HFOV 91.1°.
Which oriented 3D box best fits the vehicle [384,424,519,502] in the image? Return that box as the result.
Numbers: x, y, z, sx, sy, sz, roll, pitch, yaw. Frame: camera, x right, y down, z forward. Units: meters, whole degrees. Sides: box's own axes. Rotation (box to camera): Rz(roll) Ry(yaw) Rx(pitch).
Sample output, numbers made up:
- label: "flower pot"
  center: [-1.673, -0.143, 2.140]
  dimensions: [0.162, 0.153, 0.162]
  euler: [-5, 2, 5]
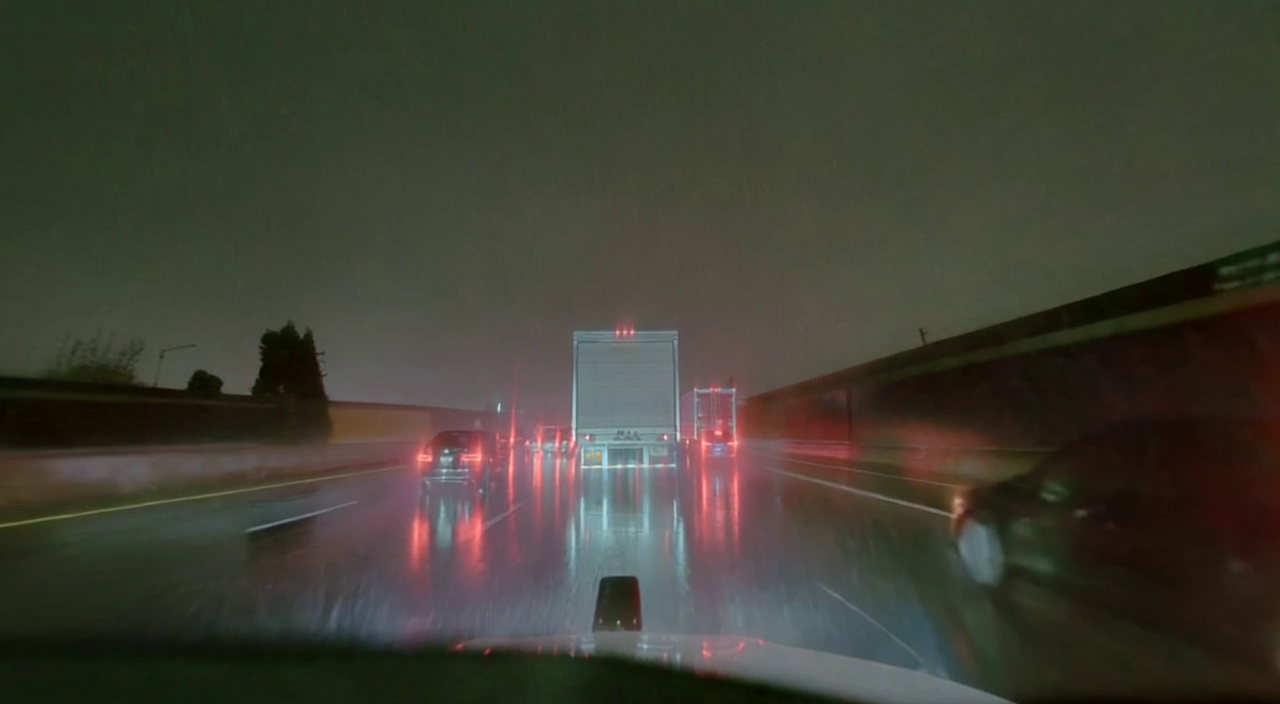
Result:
- label: "vehicle"
  center: [-4.066, 2.433, 14.271]
  dimensions: [1.882, 1.493, 3.828]
  euler: [0, -8, 0]

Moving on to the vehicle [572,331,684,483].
- label: "vehicle"
  center: [-0.480, 2.098, 21.663]
  dimensions: [2.938, 4.033, 9.980]
  euler: [0, -8, -2]

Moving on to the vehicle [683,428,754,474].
- label: "vehicle"
  center: [2.797, 3.627, 23.334]
  dimensions: [1.976, 1.513, 4.065]
  euler: [0, -8, -2]

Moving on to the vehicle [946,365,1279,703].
- label: "vehicle"
  center: [3.547, 0.890, 3.057]
  dimensions: [1.945, 1.529, 4.129]
  euler: [0, -8, -1]
